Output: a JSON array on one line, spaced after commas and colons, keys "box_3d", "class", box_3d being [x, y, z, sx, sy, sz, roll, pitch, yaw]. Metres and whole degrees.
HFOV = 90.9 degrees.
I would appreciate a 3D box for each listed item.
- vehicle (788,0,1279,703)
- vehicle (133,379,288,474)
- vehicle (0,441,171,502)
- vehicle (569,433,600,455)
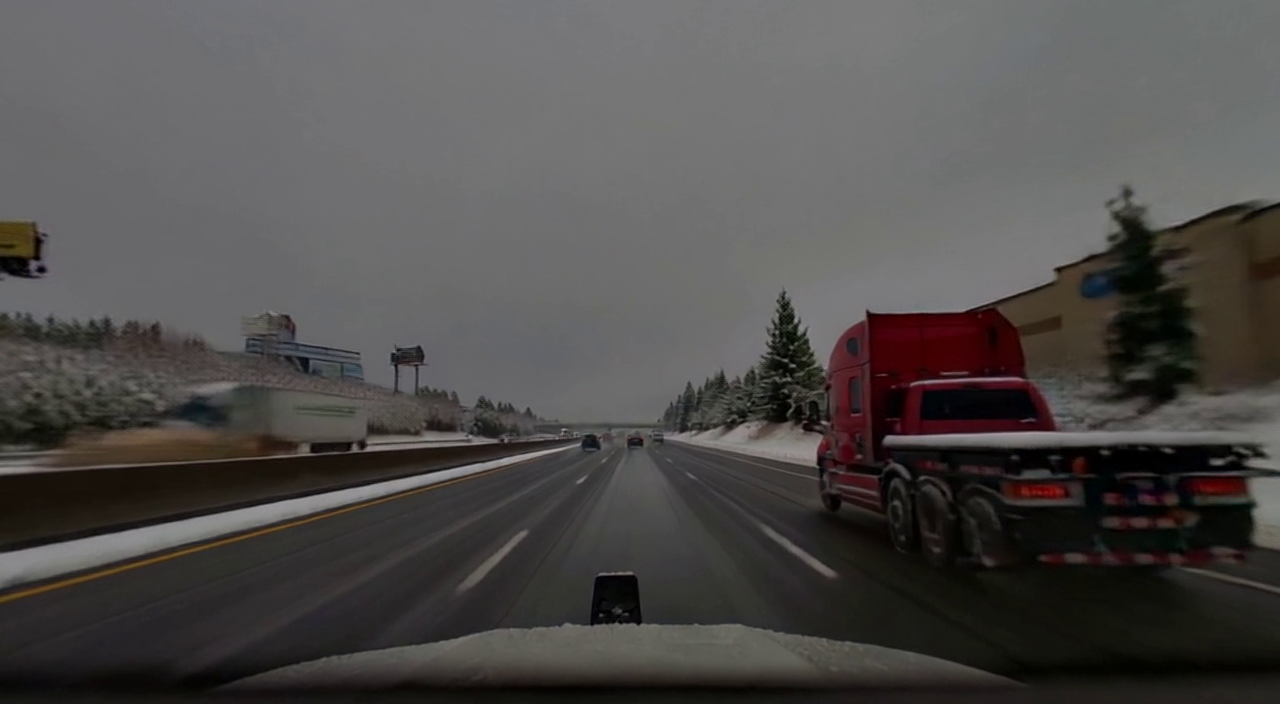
[{"box_3d": [3.669, 0.180, 5.756, 3.027, 3.796, 6.035, 0, -8, -1], "class": "vehicle"}, {"box_3d": [-19.986, 3.557, 29.874, 3.076, 4.017, 5.908, 0, -8, -1], "class": "vehicle"}, {"box_3d": [-15.575, 3.234, 17.606, 1.861, 1.460, 3.997, 0, -8, -1], "class": "vehicle"}, {"box_3d": [-3.884, 6.539, 44.724, 1.930, 1.484, 3.849, 0, -8, -1], "class": "vehicle"}]
